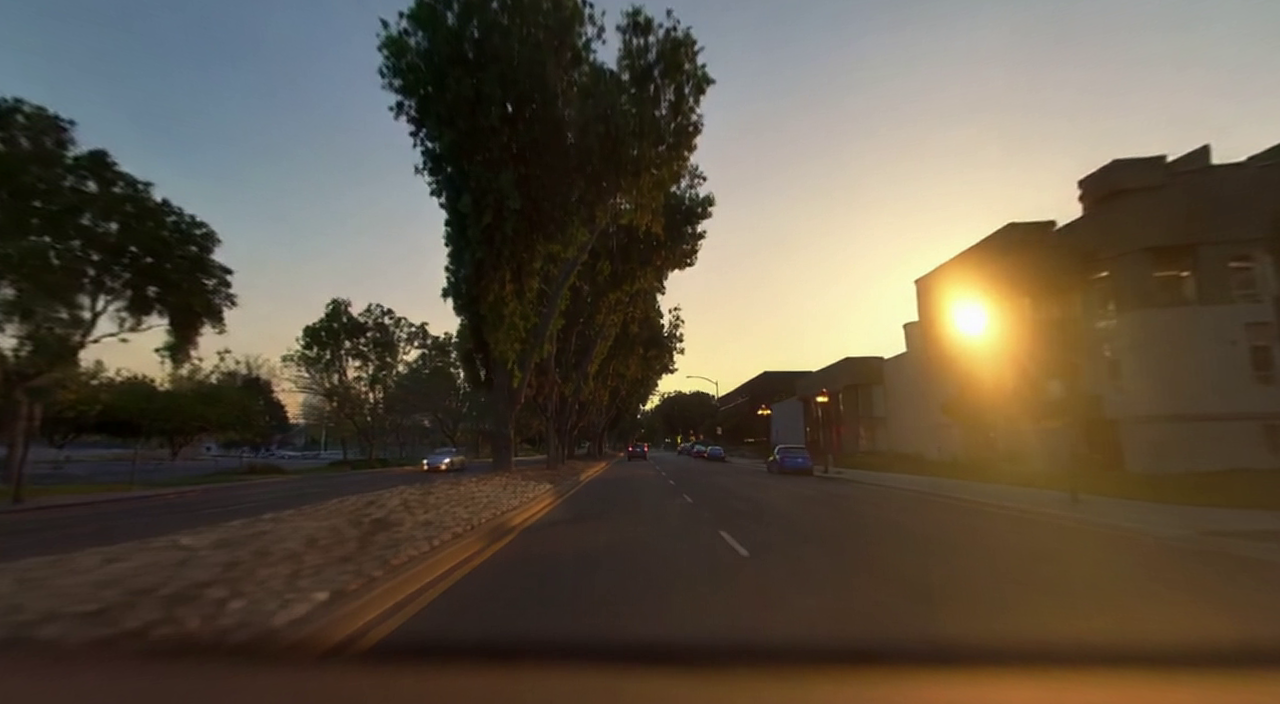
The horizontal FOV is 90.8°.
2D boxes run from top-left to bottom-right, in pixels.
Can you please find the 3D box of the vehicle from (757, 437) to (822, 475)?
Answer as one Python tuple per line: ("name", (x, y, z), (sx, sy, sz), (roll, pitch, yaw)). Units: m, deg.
("vehicle", (7.842, 5.506, 33.608), (2.167, 1.848, 4.713), (0, -9, -2))
